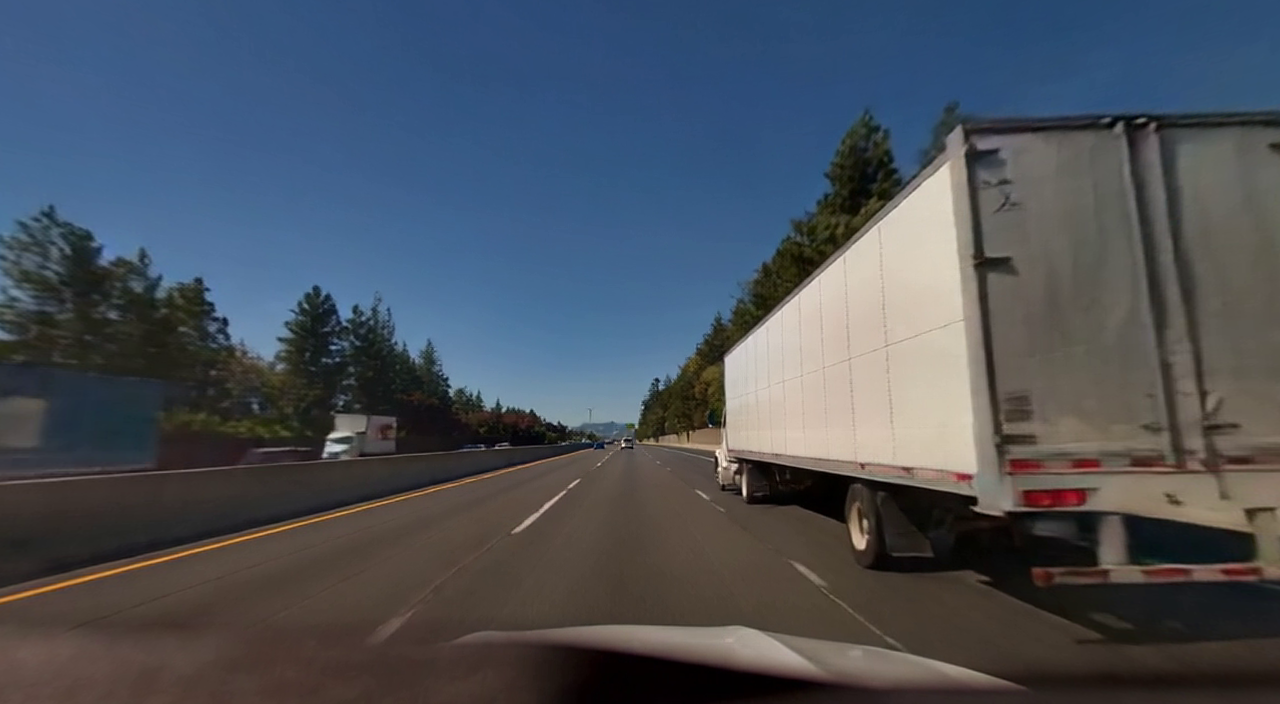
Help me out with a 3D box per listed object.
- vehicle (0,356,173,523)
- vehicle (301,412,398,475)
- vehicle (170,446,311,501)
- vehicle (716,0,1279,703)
[{"bbox_3d":[-15.614,1.989,14.202,3.185,3.633,9.159,0,-8,-1],"label":"vehicle"},{"bbox_3d":[-20.317,6.441,44.678,3.033,4.048,7.692,-1,-8,1],"label":"vehicle"},{"bbox_3d":[-11.638,3.525,18.670,1.667,1.389,3.819,-1,-8,0],"label":"vehicle"},{"bbox_3d":[3.935,0.566,9.625,3.489,4.211,14.193,0,-8,-1],"label":"vehicle"}]
